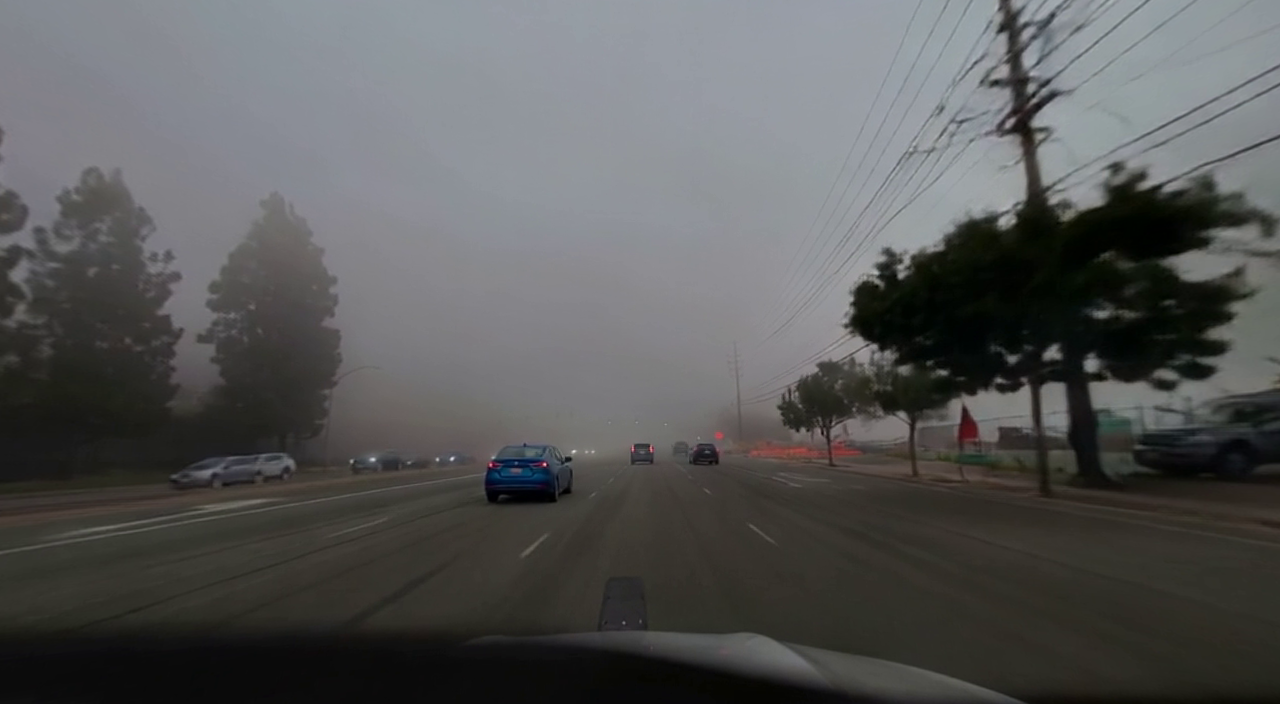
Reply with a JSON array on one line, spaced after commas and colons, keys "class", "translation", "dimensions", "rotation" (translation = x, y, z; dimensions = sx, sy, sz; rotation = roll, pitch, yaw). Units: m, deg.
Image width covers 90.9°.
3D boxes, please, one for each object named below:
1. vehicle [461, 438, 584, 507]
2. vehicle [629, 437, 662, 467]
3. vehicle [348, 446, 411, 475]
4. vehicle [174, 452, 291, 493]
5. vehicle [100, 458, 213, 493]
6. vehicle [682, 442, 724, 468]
[{"class": "vehicle", "translation": [-2.765, 2.987, 16.184], "dimensions": [2.087, 1.480, 4.825], "rotation": [0, -9, 2]}, {"class": "vehicle", "translation": [0.351, 6.592, 41.798], "dimensions": [2.060, 1.845, 4.151], "rotation": [0, -9, 1]}, {"class": "vehicle", "translation": [-16.600, 6.924, 40.517], "dimensions": [2.025, 1.712, 4.578], "rotation": [0, -9, 1]}, {"class": "vehicle", "translation": [-16.850, 4.972, 26.396], "dimensions": [1.913, 1.488, 4.507], "rotation": [0, -9, 0]}, {"class": "vehicle", "translation": [-23.775, 6.077, 31.292], "dimensions": [1.868, 1.473, 4.776], "rotation": [0, -9, -1]}, {"class": "vehicle", "translation": [3.831, 6.359, 39.058], "dimensions": [2.142, 1.475, 4.565], "rotation": [0, -9, 0]}]
